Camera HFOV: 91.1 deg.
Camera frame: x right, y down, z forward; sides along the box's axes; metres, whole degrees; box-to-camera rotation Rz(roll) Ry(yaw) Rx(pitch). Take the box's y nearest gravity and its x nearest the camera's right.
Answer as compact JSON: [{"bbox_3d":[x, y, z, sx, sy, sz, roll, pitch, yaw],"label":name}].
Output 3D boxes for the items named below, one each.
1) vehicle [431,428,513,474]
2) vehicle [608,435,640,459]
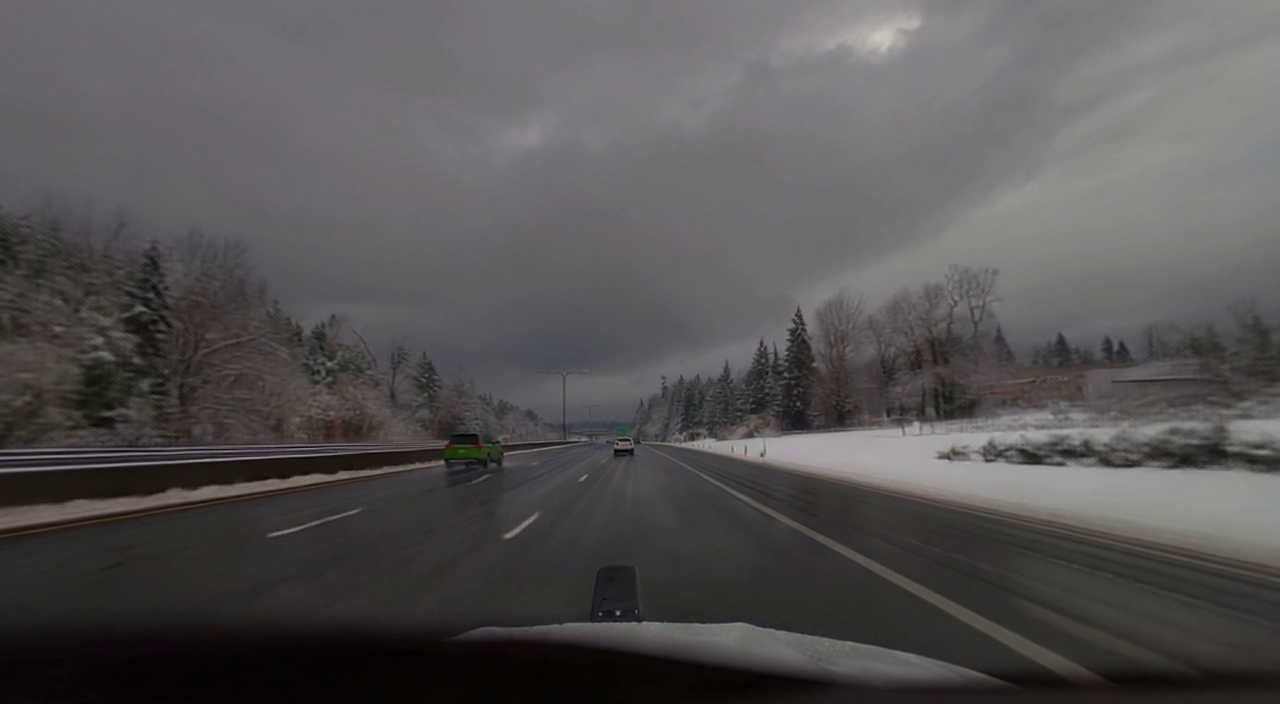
[{"bbox_3d":[-6.751,4.007,25.829,2.111,1.689,4.505,0,-8,0],"label":"vehicle"},{"bbox_3d":[-1.013,6.264,41.747,2.010,1.534,4.013,0,-8,0],"label":"vehicle"}]
